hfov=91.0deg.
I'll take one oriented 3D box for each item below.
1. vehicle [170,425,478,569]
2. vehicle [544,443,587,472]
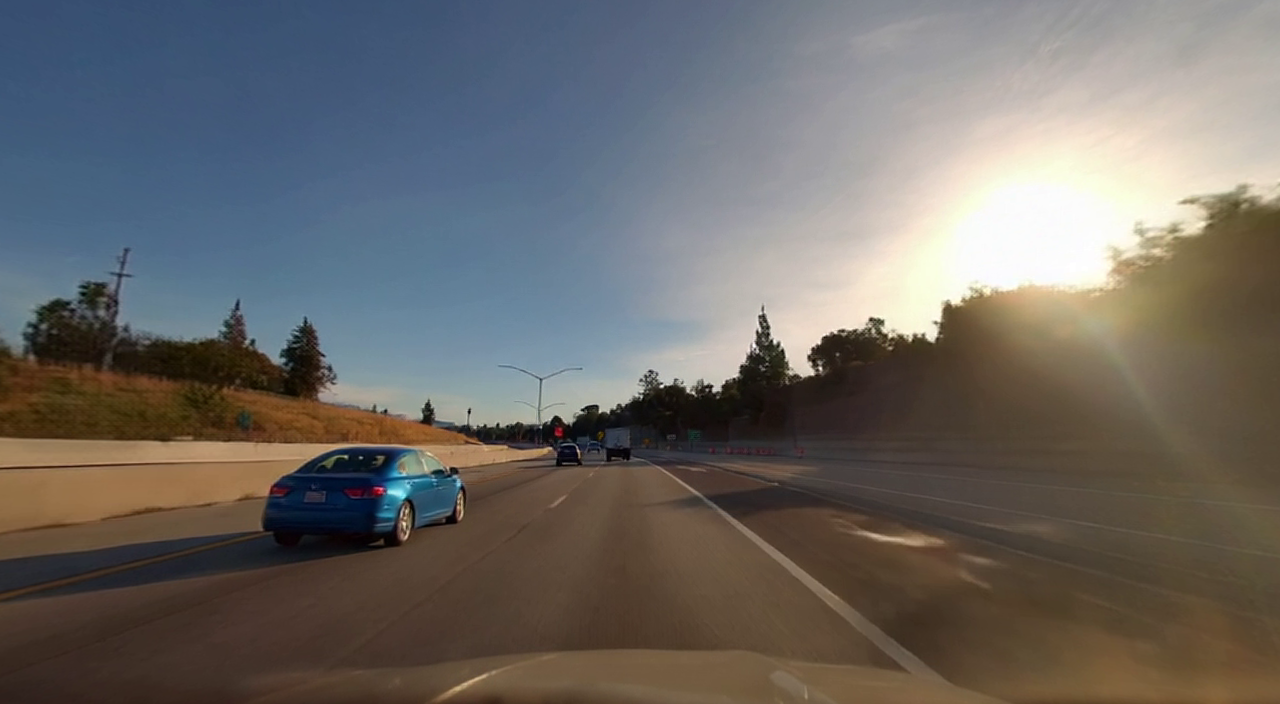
[{"bbox_3d":[-3.984,1.903,9.102,2.012,1.510,4.672,0,-9,0],"label":"vehicle"},{"bbox_3d":[-3.943,5.646,33.849,1.965,1.459,4.145,1,-9,-2],"label":"vehicle"}]
